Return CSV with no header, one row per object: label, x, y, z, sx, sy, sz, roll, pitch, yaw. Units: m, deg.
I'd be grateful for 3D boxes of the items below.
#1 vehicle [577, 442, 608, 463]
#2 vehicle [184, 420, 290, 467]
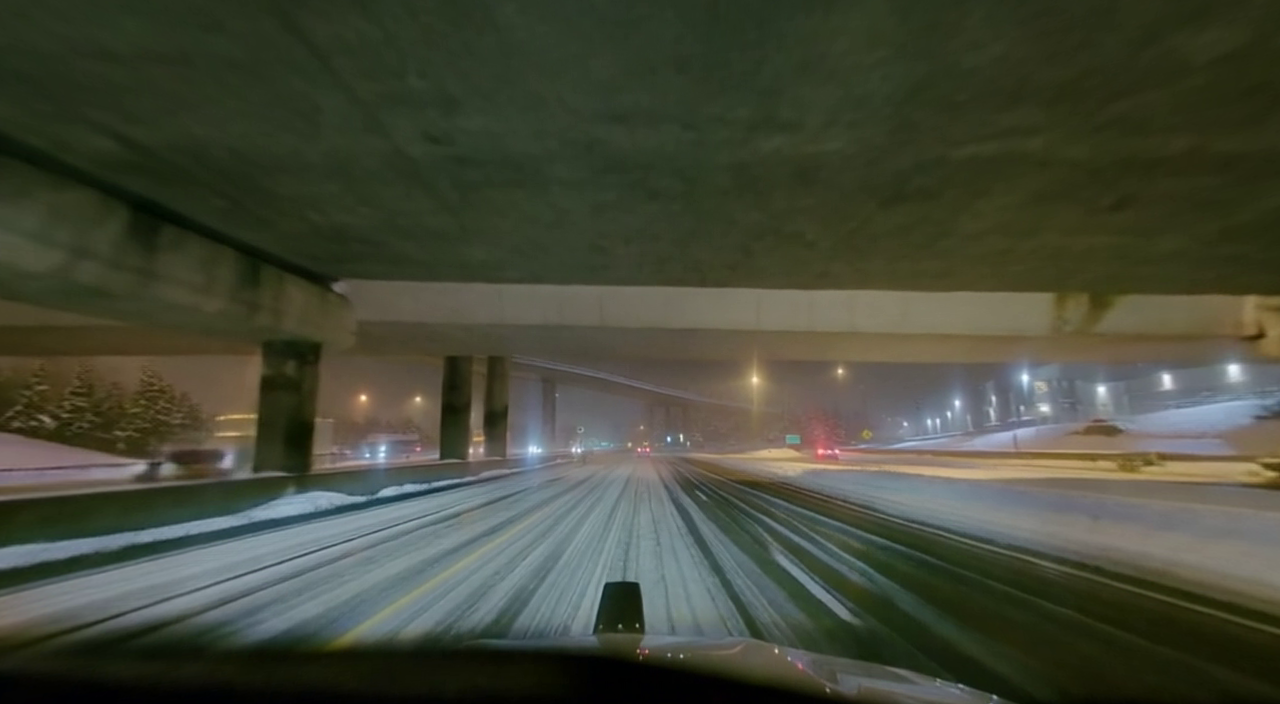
vehicle,-3.590,7.702,48.208,1.954,1.528,4.010,0,-9,1
vehicle,-29.368,6.762,46.308,3.162,3.145,6.741,0,-9,1
